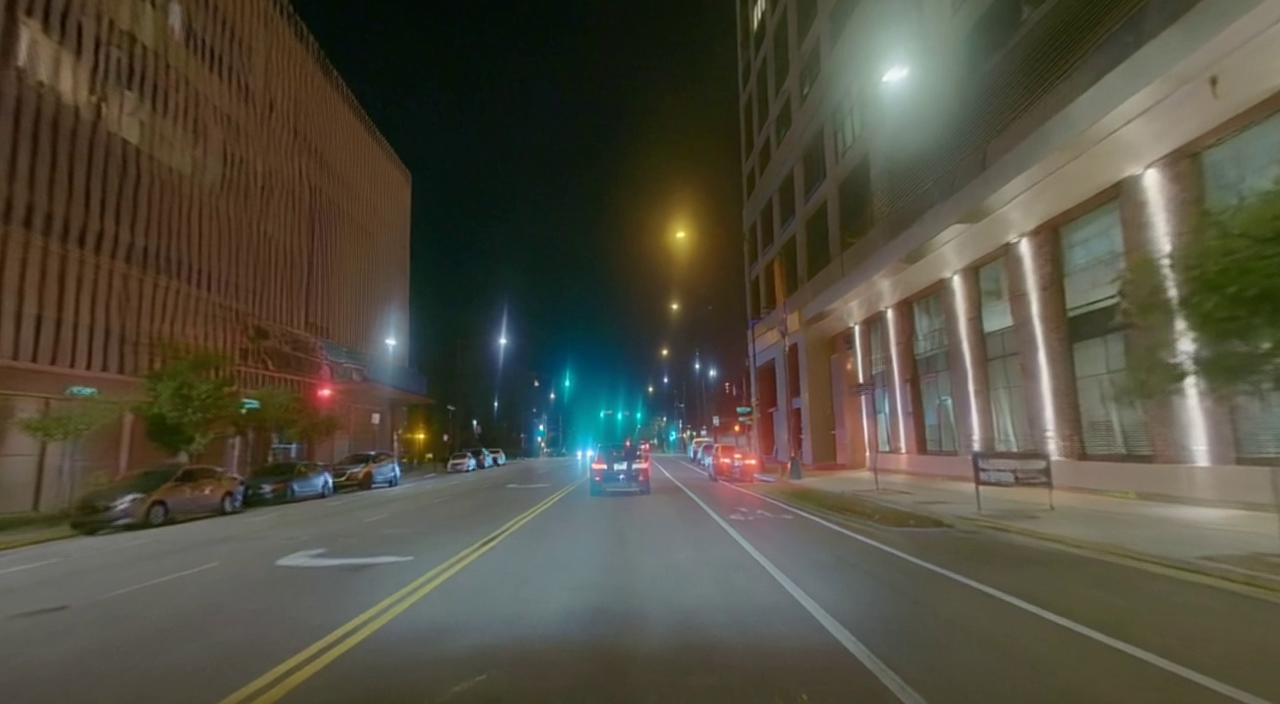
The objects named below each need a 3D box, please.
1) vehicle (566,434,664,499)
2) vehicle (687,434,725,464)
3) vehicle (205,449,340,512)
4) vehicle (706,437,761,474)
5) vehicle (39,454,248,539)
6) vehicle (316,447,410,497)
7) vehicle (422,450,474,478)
[{"bbox_3d":[-0.579,2.961,16.699,2.269,1.479,3.980,0,-8,0],"label":"vehicle"},{"bbox_3d":[4.497,6.667,43.608,1.972,1.822,4.889,-2,-8,-1],"label":"vehicle"},{"bbox_3d":[-12.162,4.236,21.359,1.945,1.712,4.648,-4,-8,-2],"label":"vehicle"},{"bbox_3d":[4.456,4.997,30.770,1.924,1.645,4.528,0,-8,0],"label":"vehicle"},{"bbox_3d":[-12.037,3.468,15.757,1.976,1.577,4.091,-5,-8,-1],"label":"vehicle"},{"bbox_3d":[-11.973,5.170,27.713,2.090,1.784,4.832,-4,-8,-2],"label":"vehicle"},{"bbox_3d":[-12.237,7.135,40.596,1.968,1.469,4.523,-3,-8,-1],"label":"vehicle"}]
